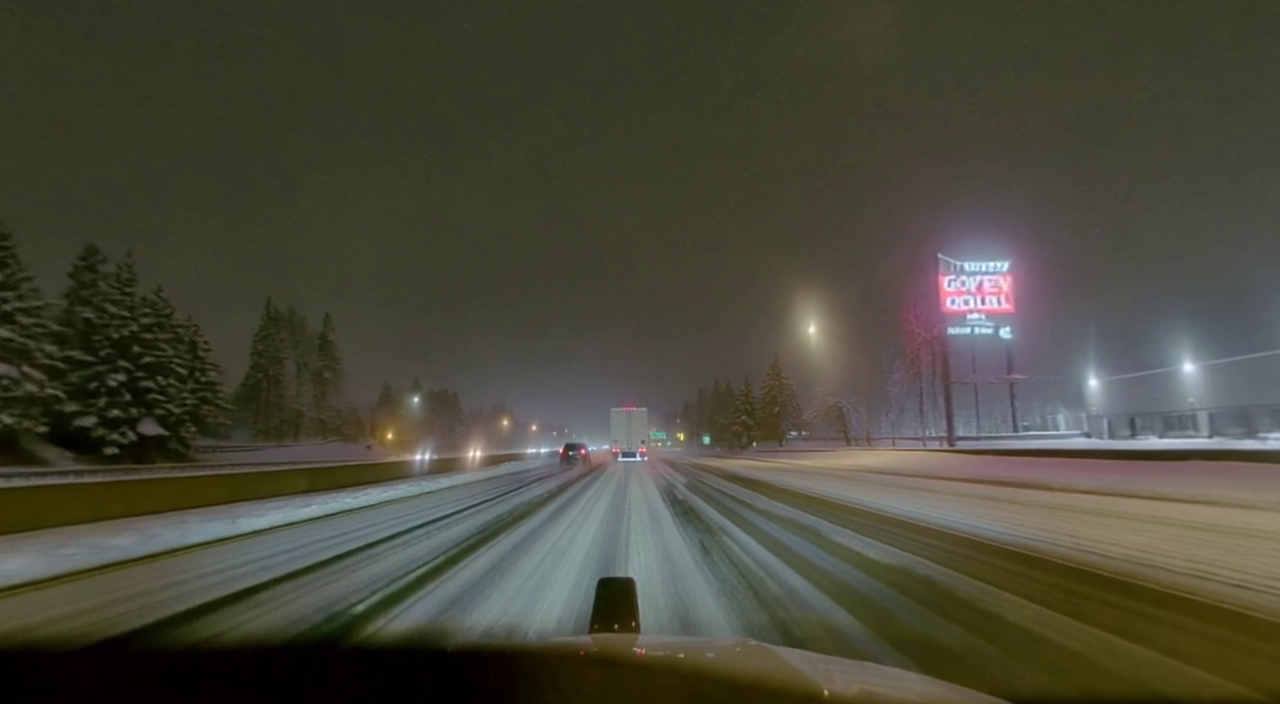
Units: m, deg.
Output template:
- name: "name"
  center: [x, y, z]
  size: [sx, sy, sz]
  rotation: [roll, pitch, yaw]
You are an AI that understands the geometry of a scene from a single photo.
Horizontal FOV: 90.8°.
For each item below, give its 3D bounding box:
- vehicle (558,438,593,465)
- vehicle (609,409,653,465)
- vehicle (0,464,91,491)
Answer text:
- name: "vehicle"
  center: [-4.797, 7.491, 47.550]
  size: [2.095, 1.930, 4.680]
  rotation: [0, -8, 0]
- name: "vehicle"
  center: [-0.590, 6.693, 49.104]
  size: [3.000, 3.786, 11.740]
  rotation: [0, -8, 0]
- name: "vehicle"
  center: [-41.180, 8.619, 43.585]
  size: [1.961, 1.565, 5.038]
  rotation: [0, -8, 1]
